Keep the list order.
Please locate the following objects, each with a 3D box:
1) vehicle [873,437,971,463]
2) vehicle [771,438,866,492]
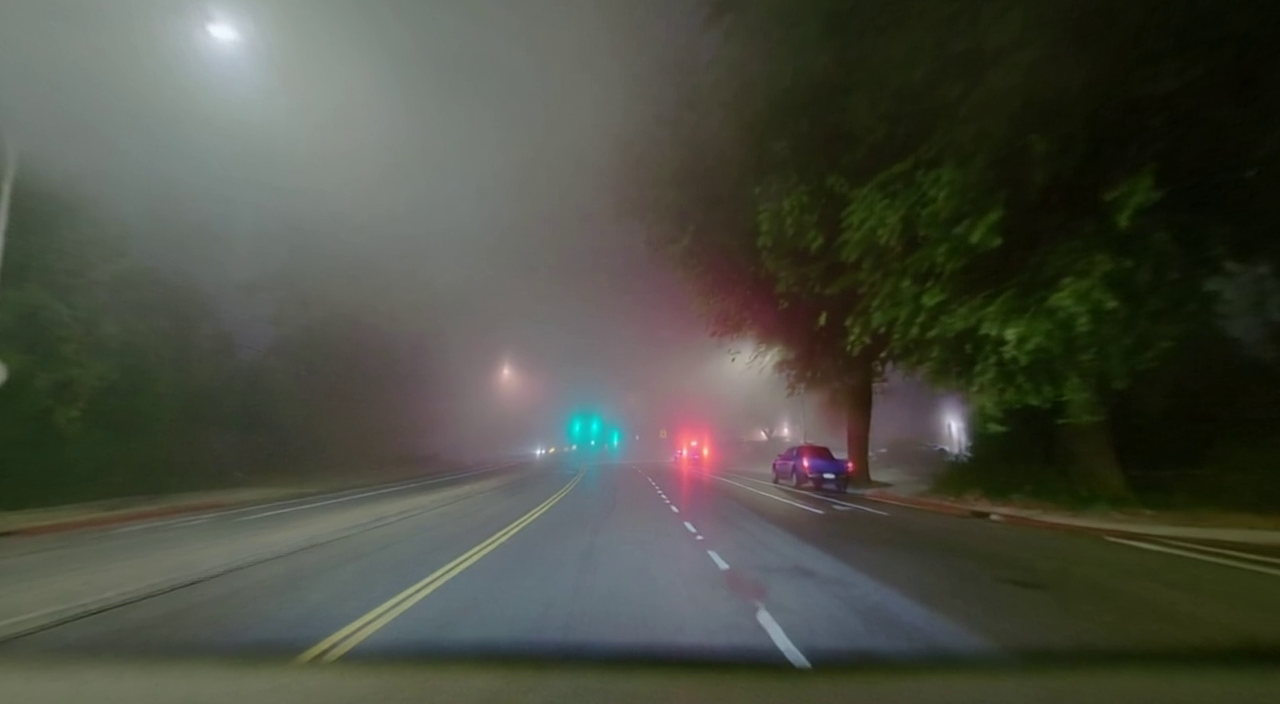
[{"bbox_3d":[16.128,5.632,36.281,4.656,1.466,1.924,0,-8,-1],"label":"vehicle"},{"bbox_3d":[6.261,3.992,22.727,2.024,1.710,4.525,0,-9,-1],"label":"vehicle"}]
